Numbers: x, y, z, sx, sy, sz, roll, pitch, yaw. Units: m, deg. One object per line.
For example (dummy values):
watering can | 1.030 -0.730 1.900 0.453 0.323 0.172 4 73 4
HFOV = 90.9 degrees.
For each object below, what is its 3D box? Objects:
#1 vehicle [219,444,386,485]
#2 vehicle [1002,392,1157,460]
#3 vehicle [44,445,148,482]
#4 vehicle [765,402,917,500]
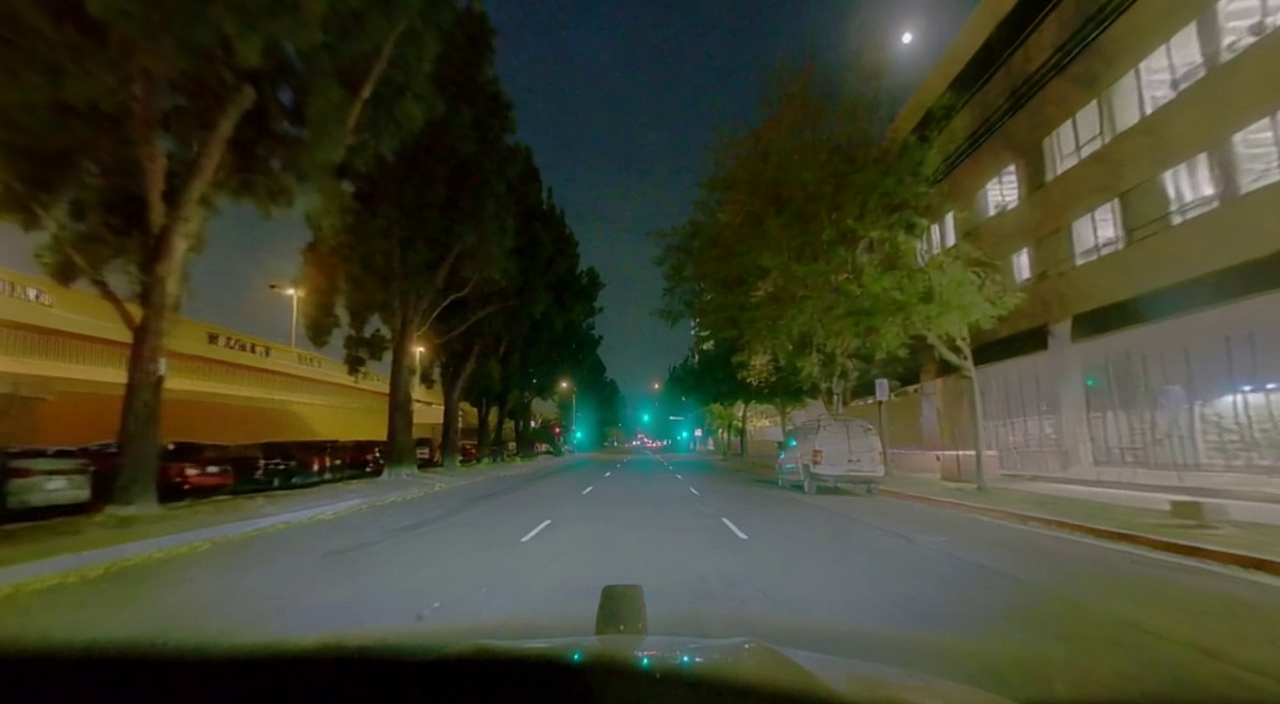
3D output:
vehicle | -13.014 4.362 24.572 5.269 1.491 2.133 -1 -8 2
vehicle | 19.076 3.336 27.921 2.341 2.648 6.024 1 -8 -1
vehicle | -25.600 5.195 29.901 1.982 1.565 4.910 3 -9 -19
vehicle | 5.799 3.000 19.418 2.596 2.509 6.178 0 -8 0
